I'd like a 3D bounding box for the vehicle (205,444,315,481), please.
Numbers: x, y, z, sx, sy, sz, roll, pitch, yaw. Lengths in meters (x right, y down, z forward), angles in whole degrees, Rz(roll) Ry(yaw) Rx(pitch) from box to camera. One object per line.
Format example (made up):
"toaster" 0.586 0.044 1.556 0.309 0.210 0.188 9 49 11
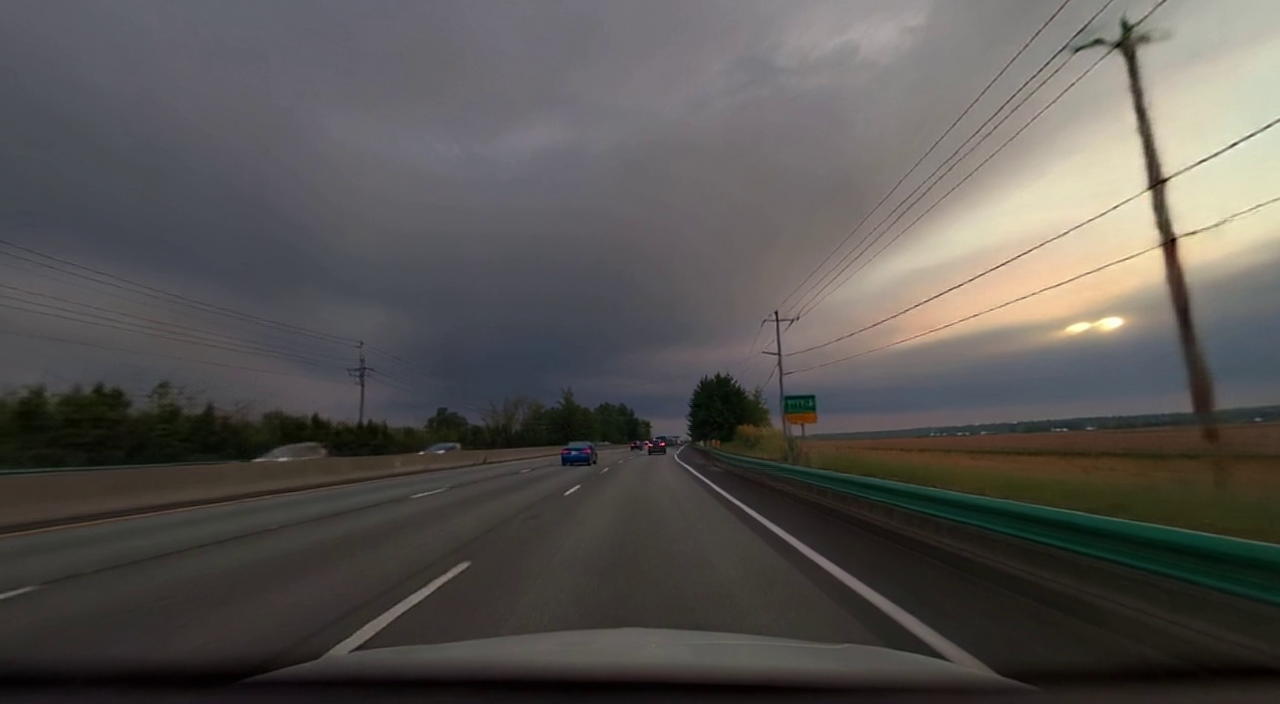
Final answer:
"vehicle" -16.258 4.709 27.267 1.887 1.449 4.447 0 -8 2

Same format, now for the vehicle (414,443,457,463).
"vehicle" -15.613 7.698 48.210 1.986 1.424 3.739 0 -8 2

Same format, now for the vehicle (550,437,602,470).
"vehicle" -3.156 5.099 31.761 2.021 1.515 4.453 0 -8 2
